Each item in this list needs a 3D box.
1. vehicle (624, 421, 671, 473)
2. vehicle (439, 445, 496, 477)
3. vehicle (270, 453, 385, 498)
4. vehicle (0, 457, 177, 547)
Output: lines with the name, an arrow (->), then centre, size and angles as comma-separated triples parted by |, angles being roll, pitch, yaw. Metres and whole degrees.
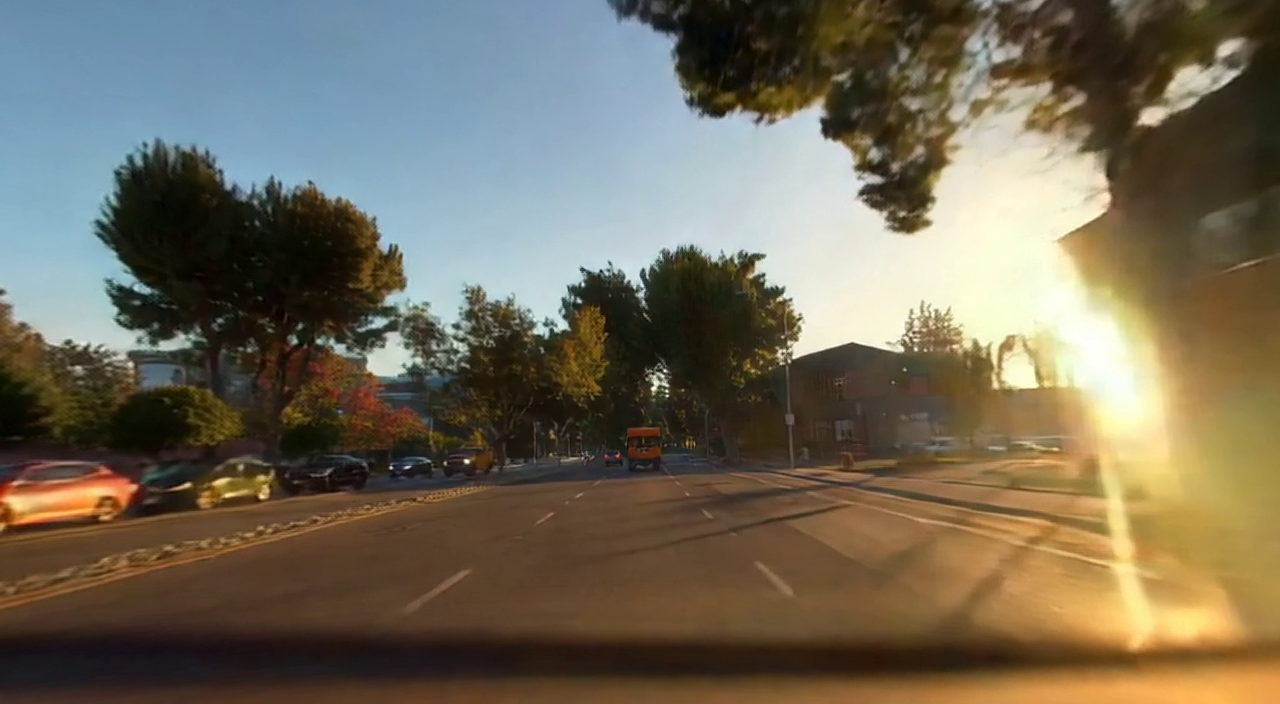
vehicle -> 0.430, 6.574, 43.660 | 2.843, 3.120, 10.422 | -1, -9, 0
vehicle -> -11.160, 7.091, 41.275 | 2.155, 1.941, 4.977 | -1, -9, 2
vehicle -> -11.645, 4.608, 23.916 | 1.884, 1.486, 4.566 | -1, -9, 2
vehicle -> -11.831, 2.849, 12.429 | 1.935, 1.467, 4.451 | -1, -9, 2
